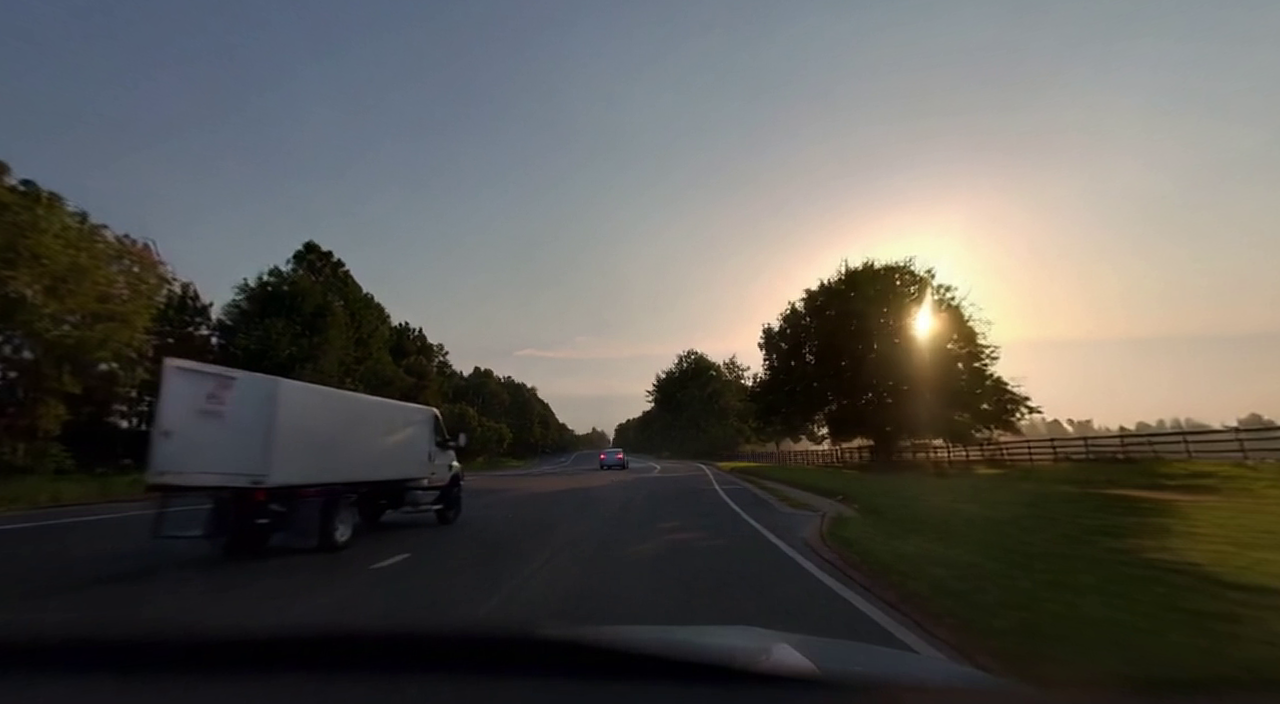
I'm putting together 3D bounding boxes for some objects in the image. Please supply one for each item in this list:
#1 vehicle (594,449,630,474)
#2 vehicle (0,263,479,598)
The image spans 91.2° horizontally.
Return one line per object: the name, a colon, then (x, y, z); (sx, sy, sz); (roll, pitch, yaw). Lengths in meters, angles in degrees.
vehicle: (-1.962, 7.812, 44.943); (2.106, 1.679, 3.908); (-1, -9, 5)
vehicle: (-5.398, 1.332, 10.228); (2.757, 3.370, 7.606); (-1, -9, 6)
